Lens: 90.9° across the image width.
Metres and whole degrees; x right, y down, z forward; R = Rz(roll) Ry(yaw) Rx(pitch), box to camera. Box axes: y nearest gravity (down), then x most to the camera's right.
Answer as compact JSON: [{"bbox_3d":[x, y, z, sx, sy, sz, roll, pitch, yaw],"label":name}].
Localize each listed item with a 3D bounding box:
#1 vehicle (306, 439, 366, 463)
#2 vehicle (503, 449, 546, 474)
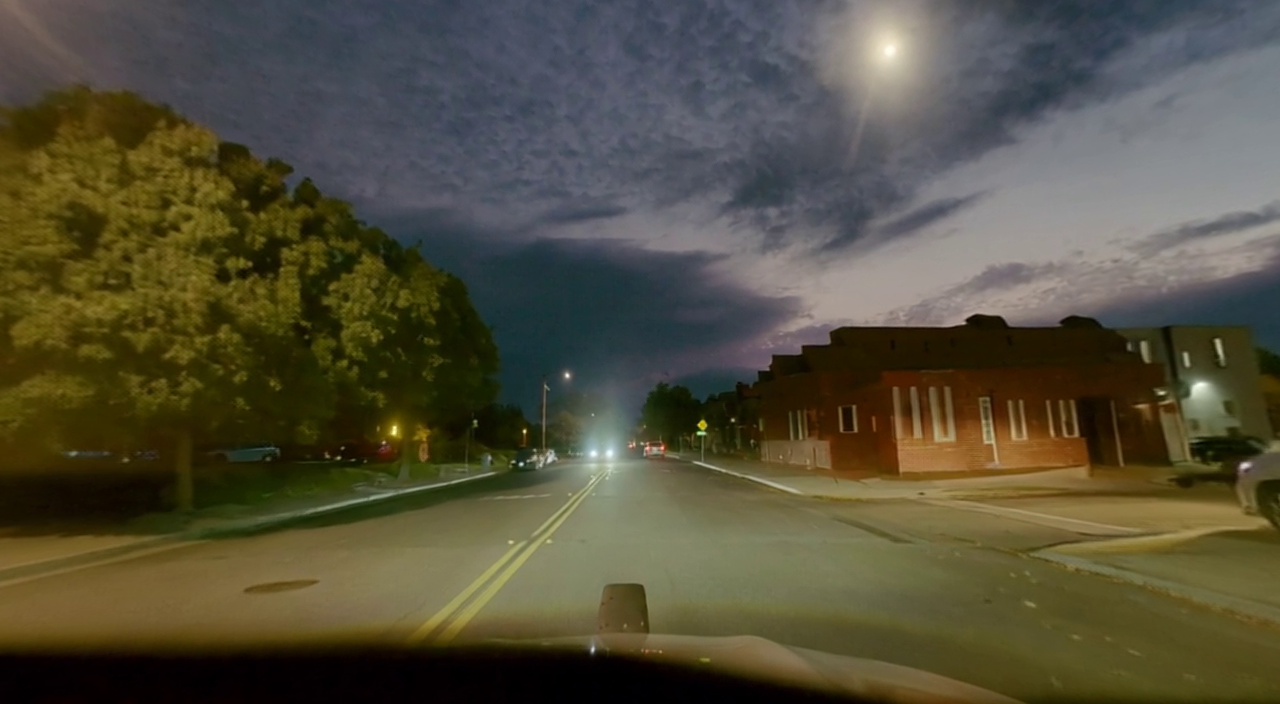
[{"bbox_3d":[-21.405,7.023,44.621,1.906,1.596,4.599,0,-9,1],"label":"vehicle"},{"bbox_3d":[-7.273,6.905,40.060,1.930,1.463,4.195,0,-9,0],"label":"vehicle"}]
